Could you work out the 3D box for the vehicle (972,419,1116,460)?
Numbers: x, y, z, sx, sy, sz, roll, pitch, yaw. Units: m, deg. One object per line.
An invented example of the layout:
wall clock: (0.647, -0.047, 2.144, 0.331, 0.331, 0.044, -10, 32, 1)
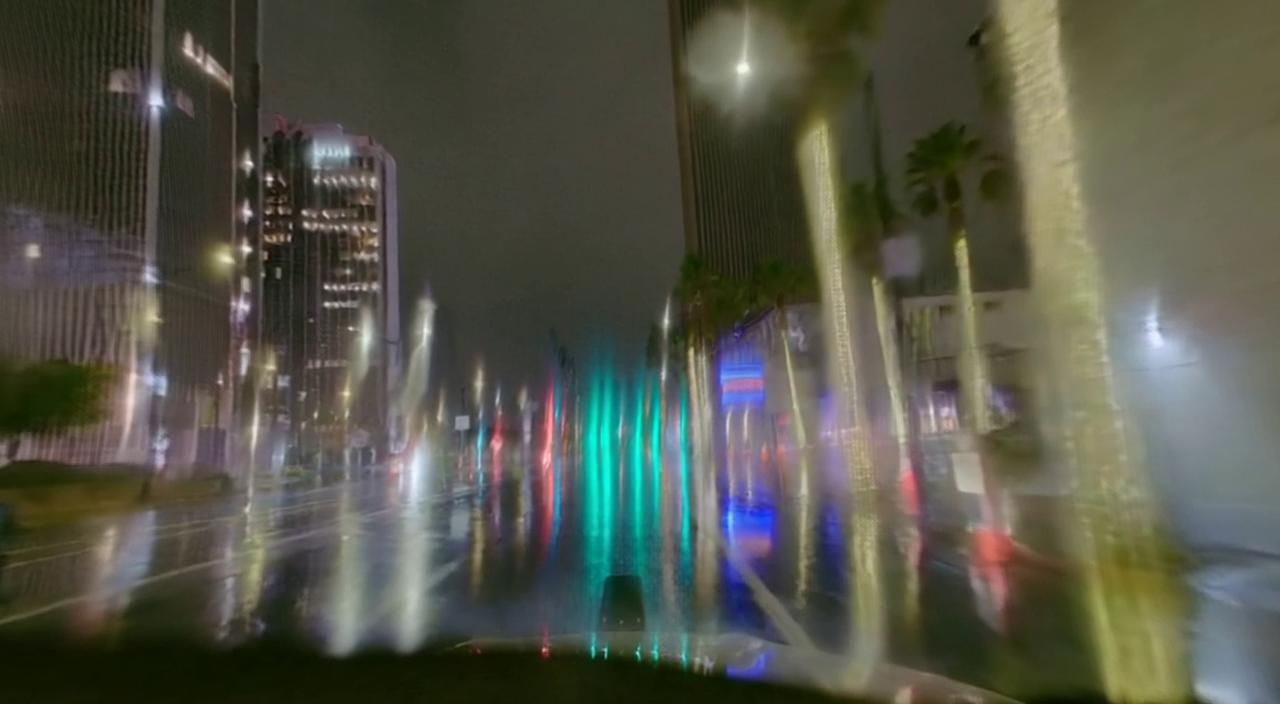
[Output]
vehicle: (16.386, 3.553, 25.664, 5.091, 1.528, 1.972, 2, -9, -16)
